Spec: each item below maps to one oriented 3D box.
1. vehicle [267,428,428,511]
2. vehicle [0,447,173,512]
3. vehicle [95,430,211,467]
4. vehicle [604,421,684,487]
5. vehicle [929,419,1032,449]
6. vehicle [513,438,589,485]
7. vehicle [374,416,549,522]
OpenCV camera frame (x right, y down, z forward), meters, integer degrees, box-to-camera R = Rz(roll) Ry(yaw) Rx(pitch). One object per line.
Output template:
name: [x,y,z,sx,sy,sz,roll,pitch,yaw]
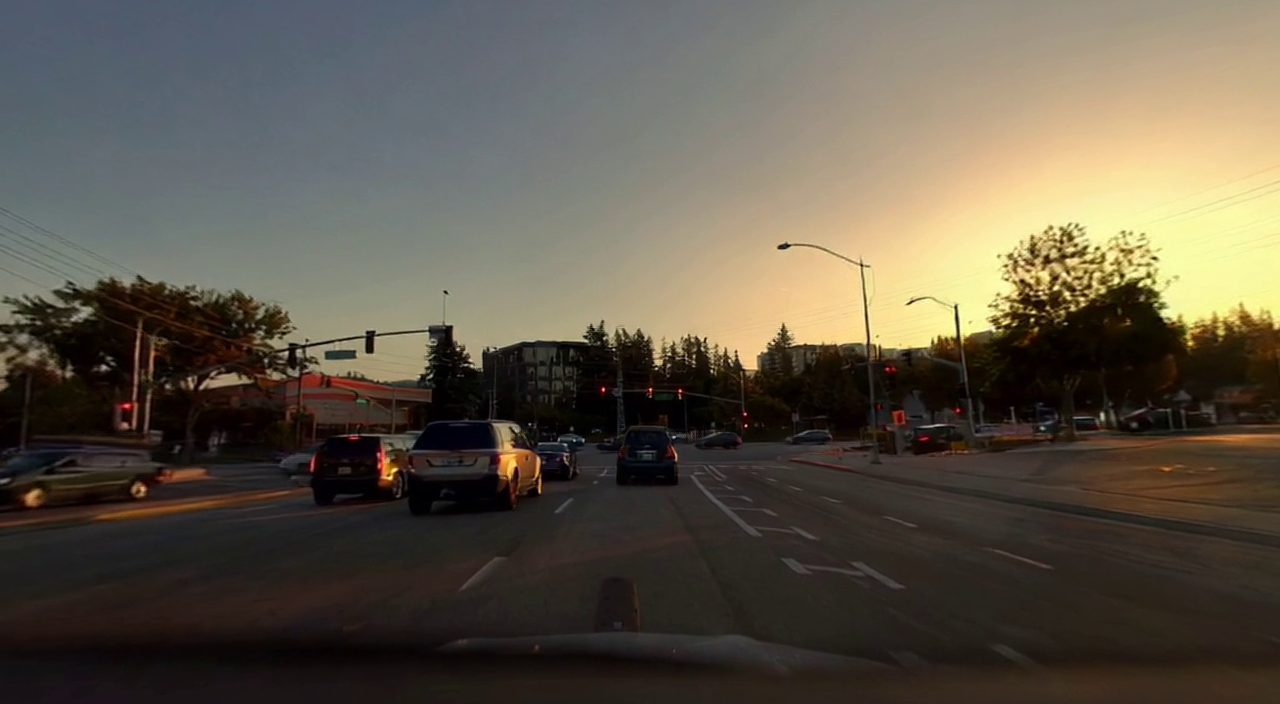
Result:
vehicle: [-6.361,2.578,14.259,1.790,1.605,3.696,0,-9,1]
vehicle: [-17.424,3.686,19.017,2.299,1.616,5.765,0,-9,0]
vehicle: [-37.578,7.462,48.888,6.971,2.685,2.340,0,-9,1]
vehicle: [0.126,3.221,20.154,2.224,1.819,5.005,0,-8,1]
vehicle: [23.718,5.775,44.221,5.782,1.950,2.225,-1,-9,8]
vehicle: [-2.881,3.659,21.414,1.881,1.424,4.098,0,-9,1]
vehicle: [-3.245,2.243,12.555,2.096,1.718,4.266,0,-9,2]
